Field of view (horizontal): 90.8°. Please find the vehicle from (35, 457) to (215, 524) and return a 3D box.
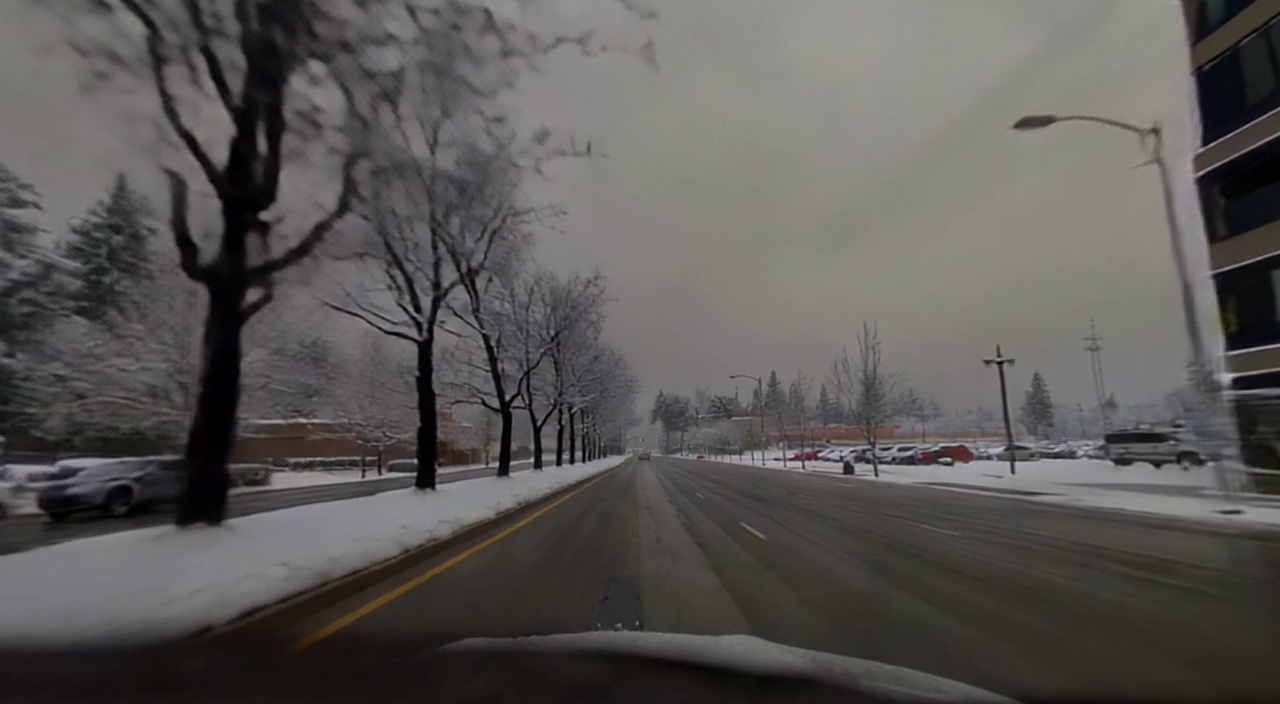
[{"bbox_3d":[-16.886,4.506,21.153,1.993,1.887,4.722,-1,-9,0],"label":"vehicle"}]
